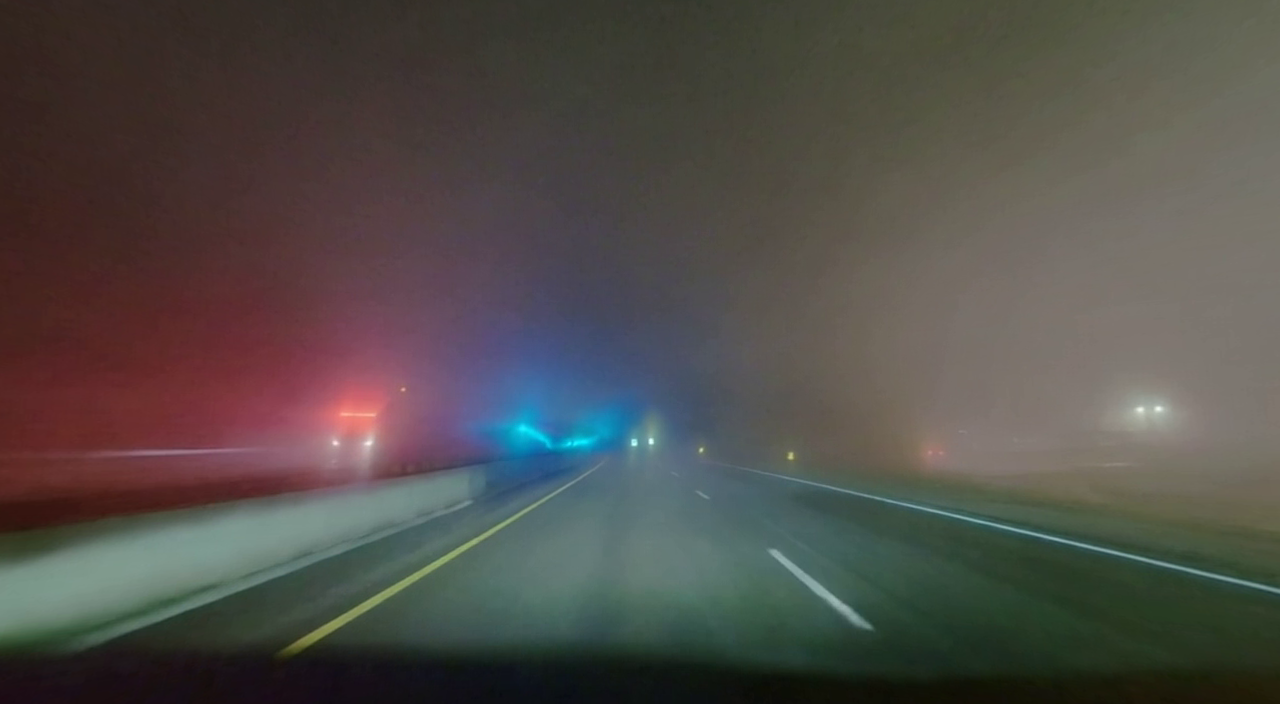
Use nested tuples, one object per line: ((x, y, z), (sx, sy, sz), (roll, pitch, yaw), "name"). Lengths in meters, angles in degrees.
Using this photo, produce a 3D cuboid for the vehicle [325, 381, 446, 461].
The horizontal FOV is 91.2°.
((-16.645, 4.785, 42.727), (3.039, 4.546, 13.279), (1, -7, -2), "vehicle")
